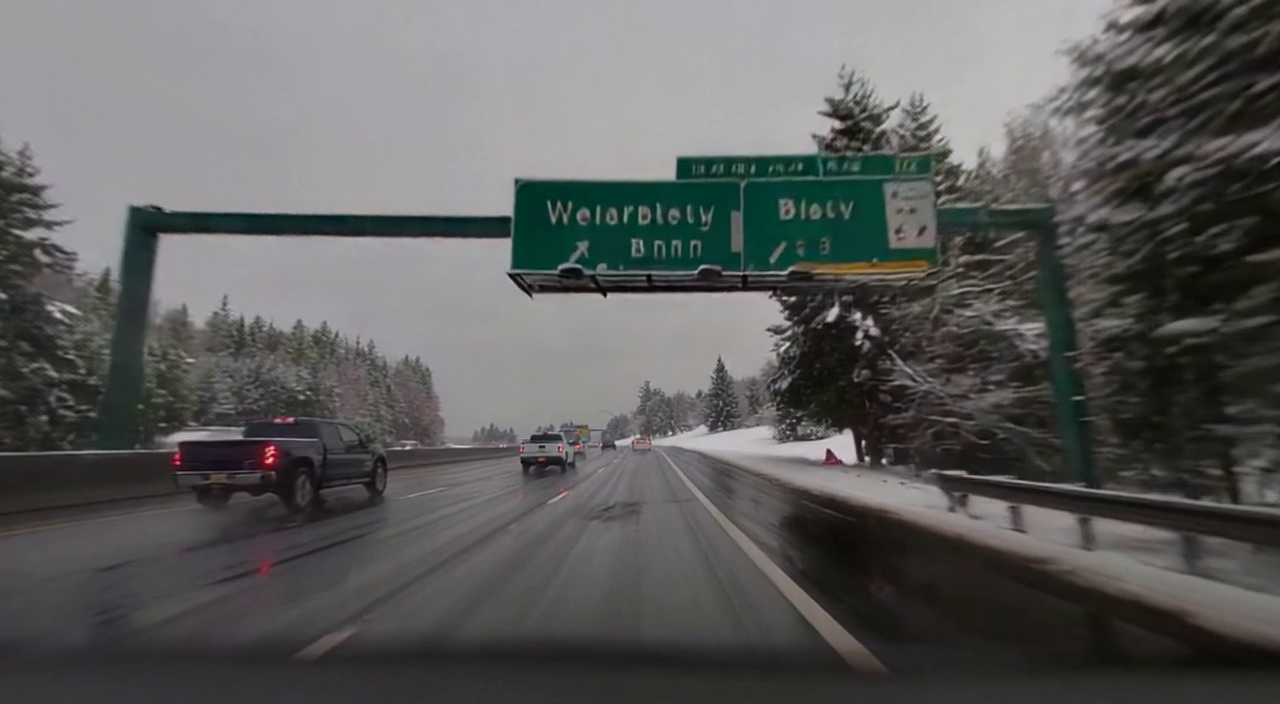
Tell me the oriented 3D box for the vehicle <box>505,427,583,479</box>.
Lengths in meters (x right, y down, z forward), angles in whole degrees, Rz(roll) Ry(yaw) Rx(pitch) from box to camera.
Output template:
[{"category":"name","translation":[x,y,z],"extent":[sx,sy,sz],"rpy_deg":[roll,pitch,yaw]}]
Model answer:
[{"category":"vehicle","translation":[-3.559,3.888,24.405],"extent":[2.142,1.789,5.009],"rpy_deg":[0,-8,1]}]

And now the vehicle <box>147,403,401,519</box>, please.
[{"category":"vehicle","translation":[-7.269,2.245,13.411],"extent":[2.160,1.949,5.293],"rpy_deg":[0,-8,1]}]

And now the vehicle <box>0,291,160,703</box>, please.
[{"category":"vehicle","translation":[-3.805,0.482,1.125],"extent":[2.079,1.929,4.748],"rpy_deg":[0,-8,0]}]
